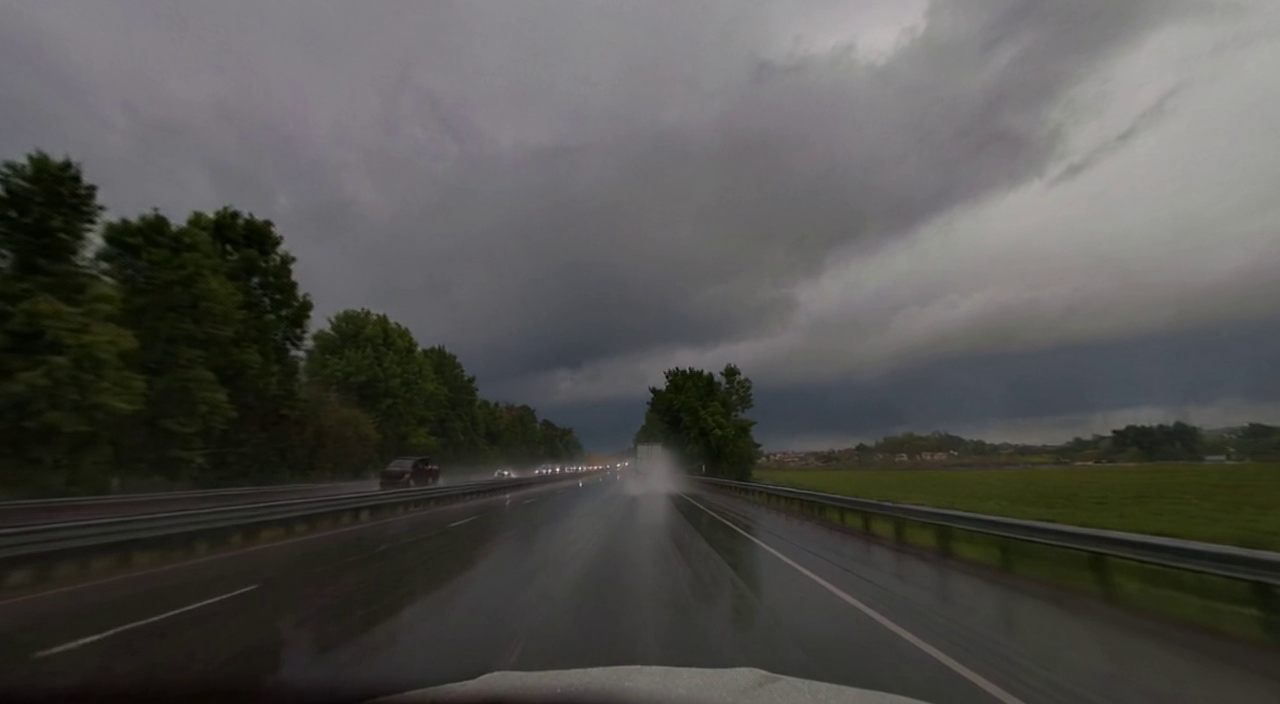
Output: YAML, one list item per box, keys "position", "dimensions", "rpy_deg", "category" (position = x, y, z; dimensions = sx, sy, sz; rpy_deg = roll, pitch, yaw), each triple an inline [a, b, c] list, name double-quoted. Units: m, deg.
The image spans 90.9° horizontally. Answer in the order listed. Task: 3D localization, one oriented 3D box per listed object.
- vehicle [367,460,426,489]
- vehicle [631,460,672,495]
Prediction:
- position: [-14.887, 7.516, 38.798]
  dimensions: [1.892, 1.594, 4.384]
  rpy_deg: [1, -10, -1]
  category: "vehicle"
- position: [0.565, 6.588, 33.324]
  dimensions: [2.048, 1.663, 4.377]
  rpy_deg: [1, -10, 0]
  category: "vehicle"
